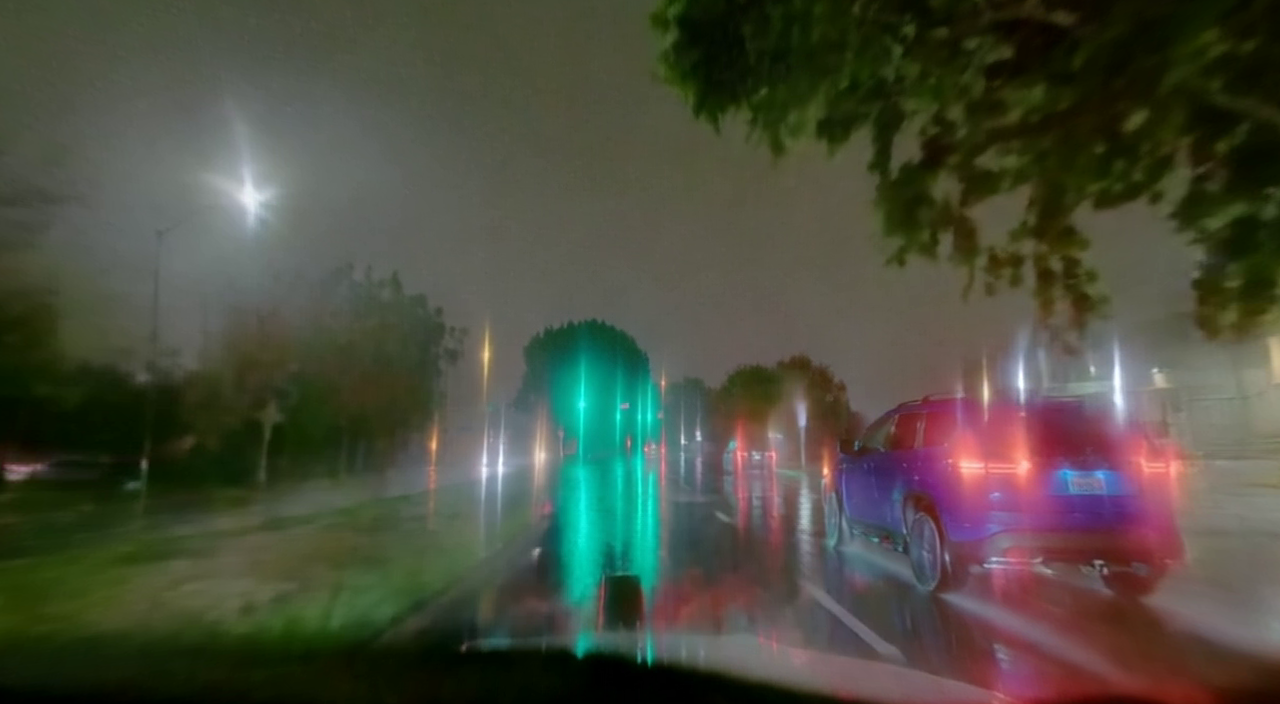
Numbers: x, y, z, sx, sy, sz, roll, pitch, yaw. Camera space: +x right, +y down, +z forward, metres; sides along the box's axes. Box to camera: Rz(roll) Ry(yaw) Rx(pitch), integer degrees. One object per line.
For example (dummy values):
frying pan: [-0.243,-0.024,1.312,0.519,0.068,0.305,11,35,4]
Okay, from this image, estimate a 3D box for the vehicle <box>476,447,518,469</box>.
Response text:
vehicle: [-10.840,8.075,48.159,1.955,1.507,4.750,0,-8,2]

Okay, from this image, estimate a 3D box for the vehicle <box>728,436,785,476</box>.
vehicle: [5.698,5.130,31.350,2.085,1.828,5.383,0,-8,3]

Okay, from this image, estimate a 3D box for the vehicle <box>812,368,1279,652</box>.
vehicle: [3.398,1.350,6.390,2.033,1.865,4.360,0,-8,0]

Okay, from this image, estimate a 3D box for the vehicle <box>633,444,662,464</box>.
vehicle: [0.603,7.819,48.333,2.131,1.474,4.146,0,-8,1]
